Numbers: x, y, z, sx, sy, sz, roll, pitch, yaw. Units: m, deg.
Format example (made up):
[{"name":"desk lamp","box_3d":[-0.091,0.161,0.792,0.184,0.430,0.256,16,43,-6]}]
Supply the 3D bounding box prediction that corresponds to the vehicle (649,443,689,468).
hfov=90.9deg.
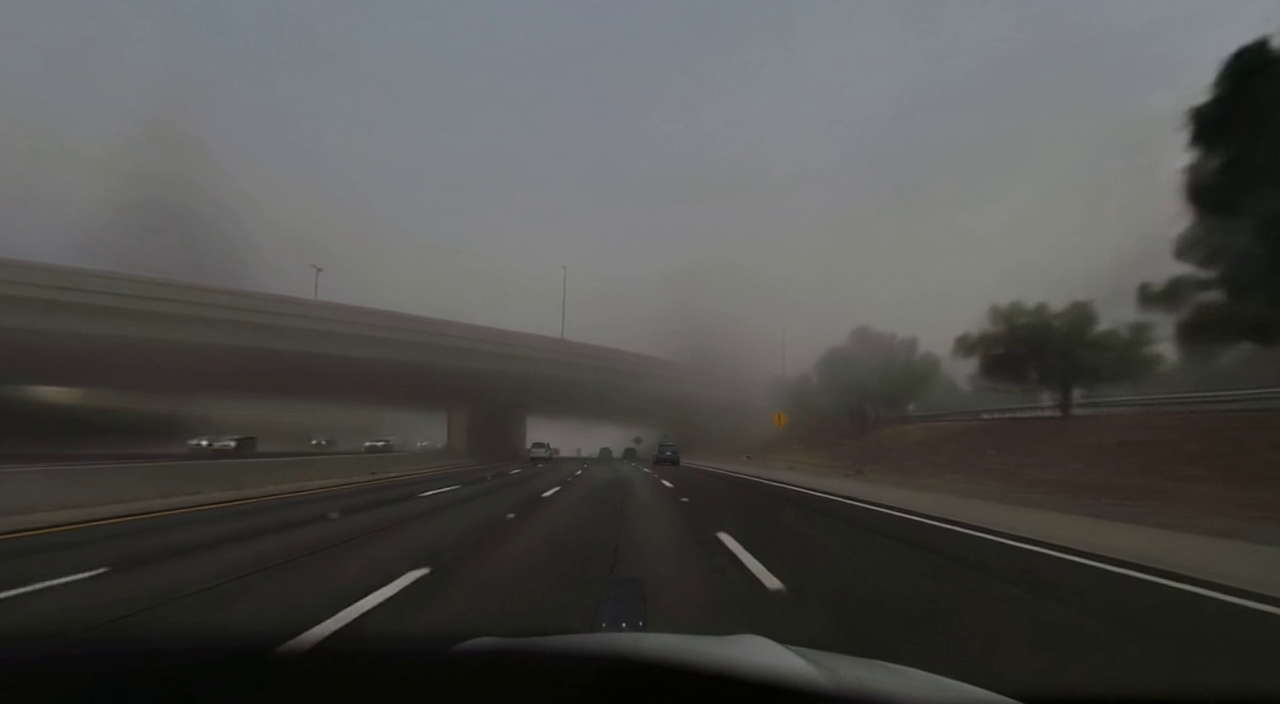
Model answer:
[{"name":"vehicle","box_3d":[1.799,6.736,41.205,2.059,1.509,4.670,1,-8,-4]}]
